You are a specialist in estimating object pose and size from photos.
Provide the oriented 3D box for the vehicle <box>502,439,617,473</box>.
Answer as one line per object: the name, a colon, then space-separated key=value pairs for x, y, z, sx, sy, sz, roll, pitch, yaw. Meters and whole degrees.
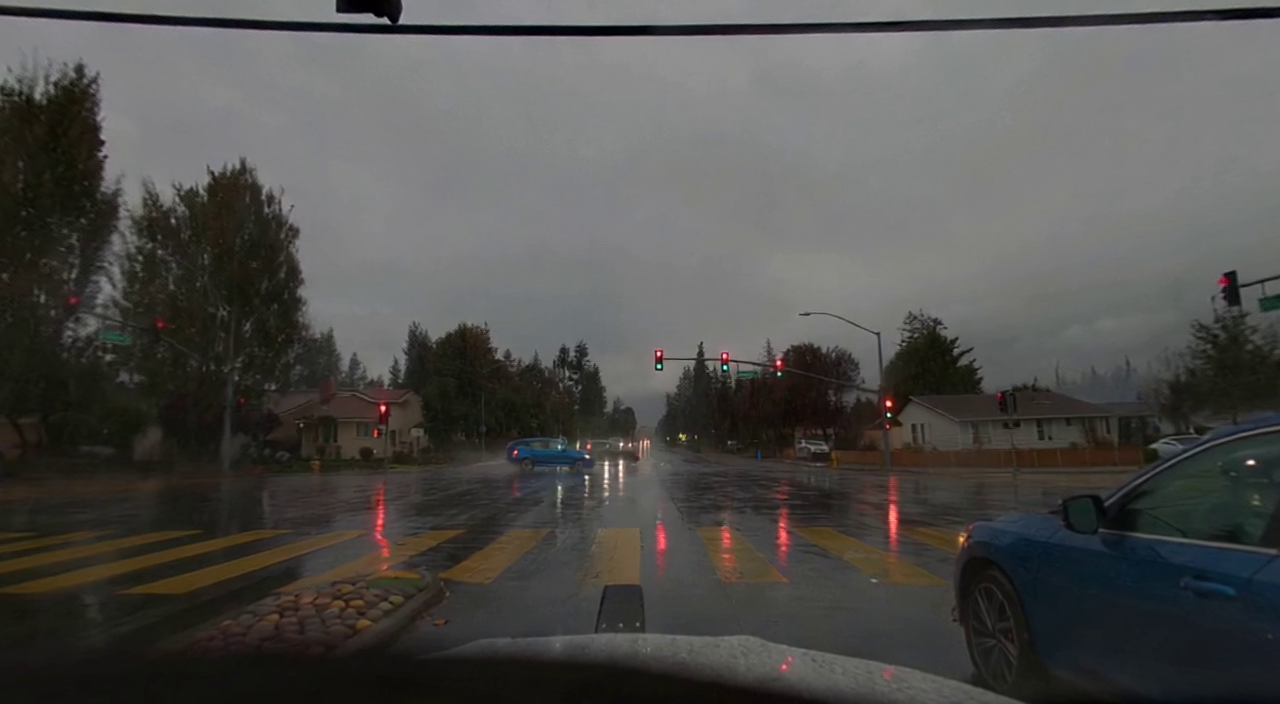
vehicle: x=-3.776 y=4.938 z=30.161 sx=4.999 sy=1.518 sz=2.104 roll=6 pitch=-10 yaw=-34

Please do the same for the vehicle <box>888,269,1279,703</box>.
vehicle: x=2.705 y=0.708 z=1.720 sx=2.085 sy=1.800 sz=4.908 roll=0 pitch=-9 yaw=1
